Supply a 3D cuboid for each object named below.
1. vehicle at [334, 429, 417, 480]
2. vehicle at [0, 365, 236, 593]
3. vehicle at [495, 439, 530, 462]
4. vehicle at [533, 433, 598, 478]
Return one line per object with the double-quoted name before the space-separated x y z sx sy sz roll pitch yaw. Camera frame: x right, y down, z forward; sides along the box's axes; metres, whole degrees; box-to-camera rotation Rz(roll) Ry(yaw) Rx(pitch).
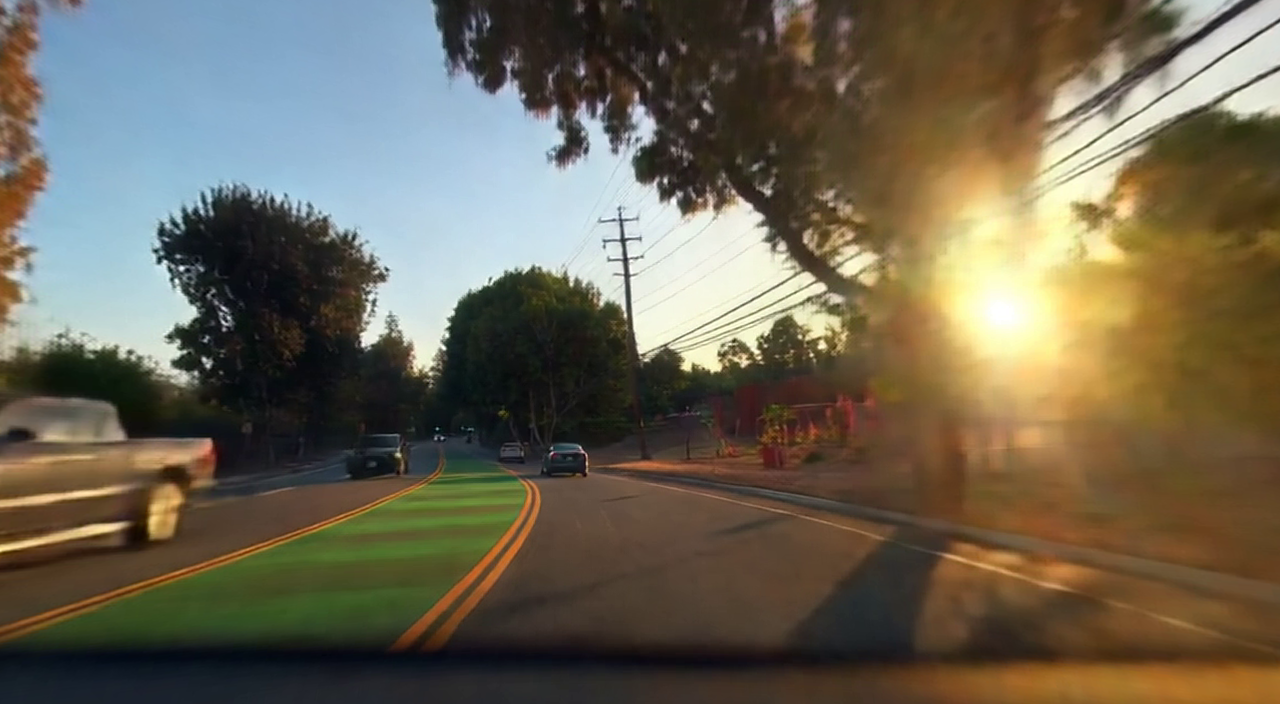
"vehicle" -9.874 3.798 23.965 1.967 1.688 4.286 0 -6 -10
"vehicle" -7.173 1.278 6.532 2.524 2.051 5.963 1 -9 -6
"vehicle" -9.963 7.628 49.128 2.075 1.699 4.520 3 -9 -18
"vehicle" -3.408 4.572 28.100 2.140 1.767 4.720 2 -9 -16
